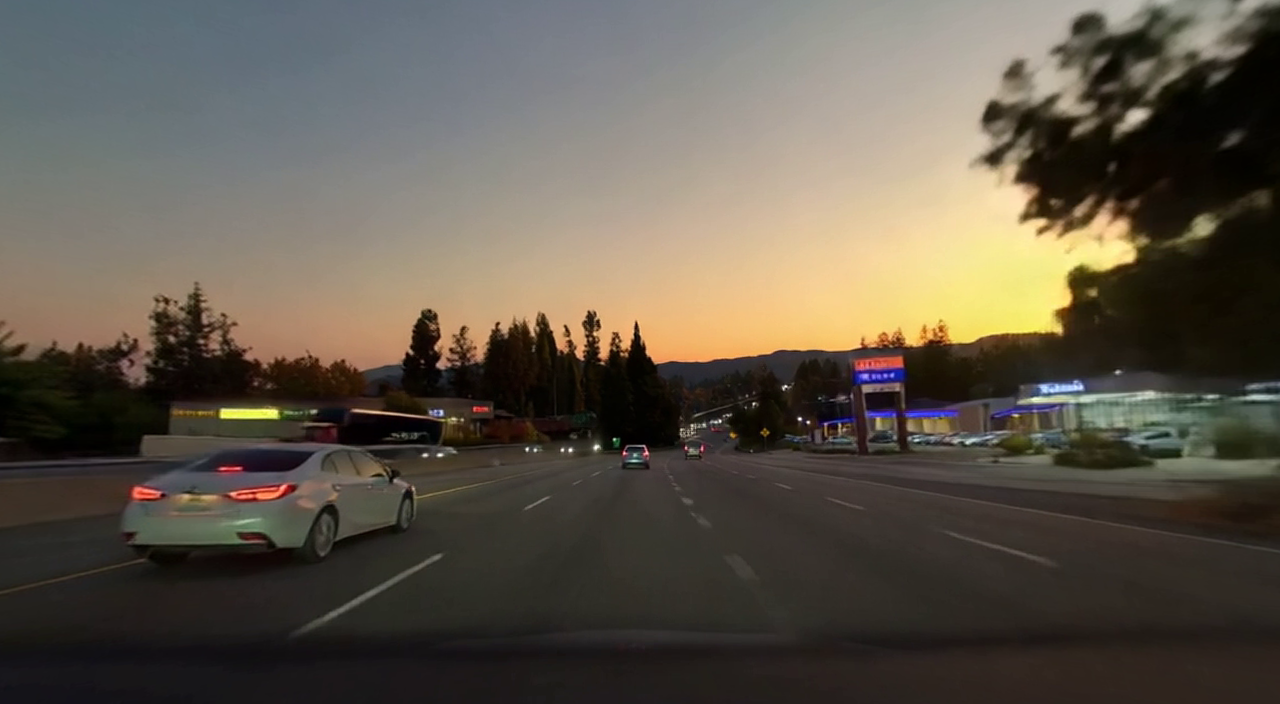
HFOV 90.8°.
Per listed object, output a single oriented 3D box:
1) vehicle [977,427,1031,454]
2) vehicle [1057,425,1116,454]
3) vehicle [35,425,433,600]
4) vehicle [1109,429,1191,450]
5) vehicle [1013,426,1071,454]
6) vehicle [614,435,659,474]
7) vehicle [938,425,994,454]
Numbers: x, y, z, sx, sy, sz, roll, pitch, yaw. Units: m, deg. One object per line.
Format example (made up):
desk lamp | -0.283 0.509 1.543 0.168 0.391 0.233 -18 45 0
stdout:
vehicle | 25.896 6.282 44.881 4.384 1.848 2.061 7 -11 -43
vehicle | 28.827 5.618 40.744 4.690 1.731 2.065 7 -8 -42
vehicle | -4.282 1.725 7.818 1.907 1.483 4.562 -1 -8 0
vehicle | 38.115 6.571 47.261 4.372 1.479 1.754 -2 -8 7
vehicle | 27.298 5.958 42.809 4.472 1.804 2.149 7 -10 -43
vehicle | -0.115 5.411 33.595 2.155 1.856 4.796 -1 -8 2
vehicle | 24.125 6.453 46.647 4.718 1.998 2.027 7 -11 -42
